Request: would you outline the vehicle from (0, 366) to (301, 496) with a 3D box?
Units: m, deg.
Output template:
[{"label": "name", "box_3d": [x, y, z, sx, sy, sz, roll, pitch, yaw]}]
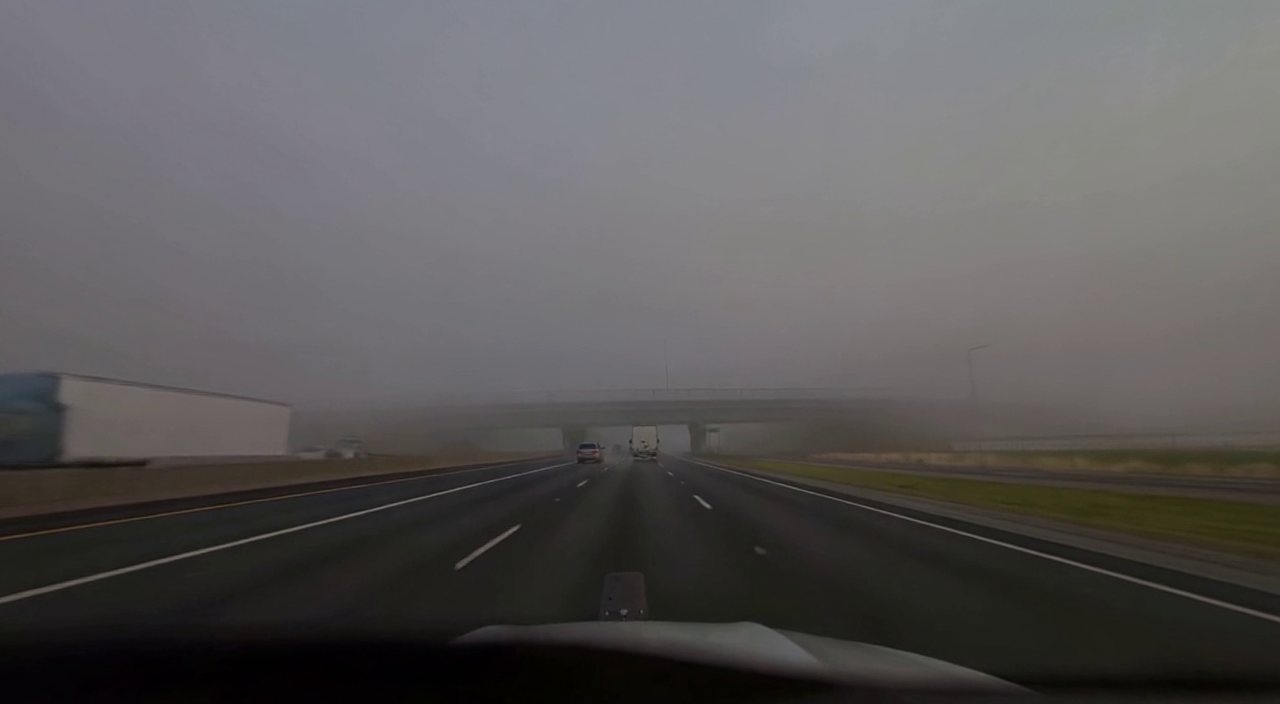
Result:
[{"label": "vehicle", "box_3d": [-20.034, 3.409, 25.395, 3.423, 3.678, 16.963, 0, -9, 0]}]

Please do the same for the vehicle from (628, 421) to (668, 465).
[{"label": "vehicle", "box_3d": [0.515, 7.076, 48.578, 2.790, 3.075, 7.414, 0, -9, -1]}]
